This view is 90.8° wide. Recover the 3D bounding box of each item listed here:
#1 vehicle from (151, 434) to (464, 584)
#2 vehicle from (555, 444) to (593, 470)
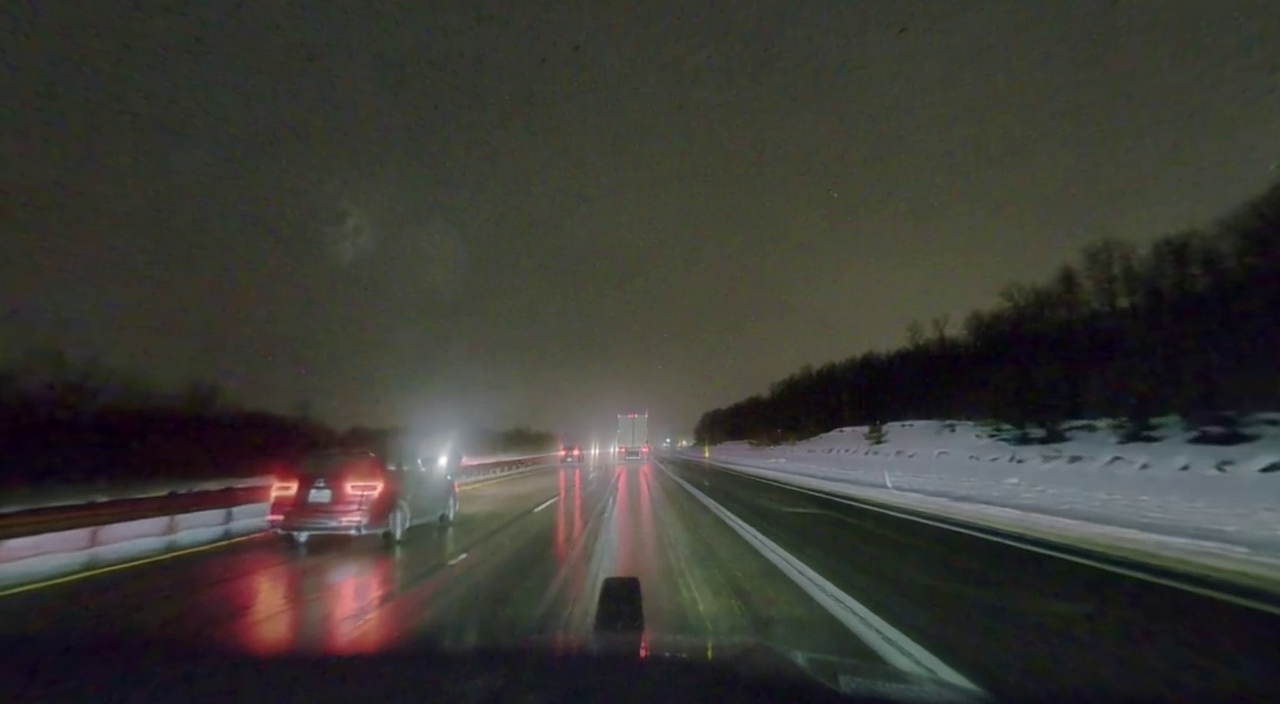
[{"bbox_3d":[-3.974,1.920,8.535,1.978,1.507,4.062,0,-9,0],"label":"vehicle"},{"bbox_3d":[-4.458,7.142,43.176,2.115,1.668,4.217,0,-9,0],"label":"vehicle"}]
